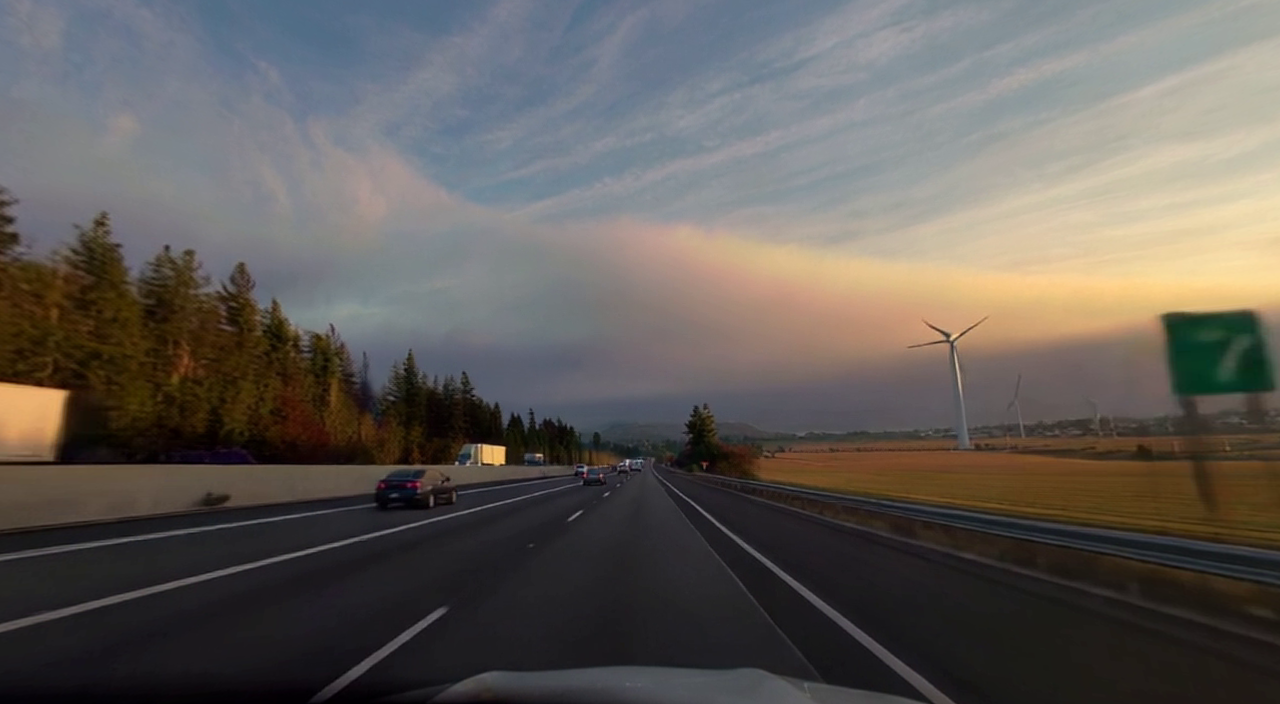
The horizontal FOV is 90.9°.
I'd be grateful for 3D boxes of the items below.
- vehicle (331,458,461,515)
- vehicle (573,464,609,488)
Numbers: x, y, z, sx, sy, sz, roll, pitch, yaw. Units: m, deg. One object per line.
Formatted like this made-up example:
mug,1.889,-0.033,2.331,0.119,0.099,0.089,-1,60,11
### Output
vehicle,-7.144,3.985,19.051,1.956,1.451,4.674,1,-10,1
vehicle,-3.332,8.614,43.925,2.039,1.505,4.843,1,-10,1
